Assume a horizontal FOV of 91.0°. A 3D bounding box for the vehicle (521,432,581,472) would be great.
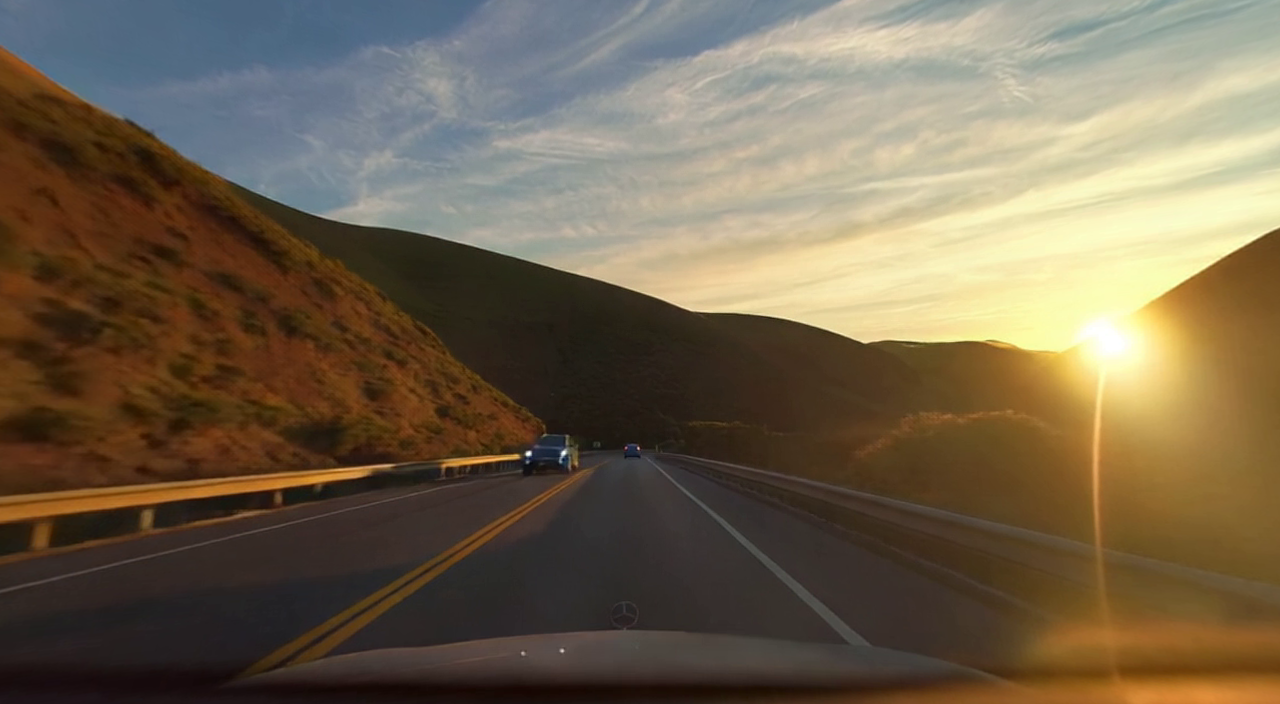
[{"bbox_3d":[-4.316,4.975,31.421,2.180,1.826,5.350,0,-9,0],"label":"vehicle"}]
